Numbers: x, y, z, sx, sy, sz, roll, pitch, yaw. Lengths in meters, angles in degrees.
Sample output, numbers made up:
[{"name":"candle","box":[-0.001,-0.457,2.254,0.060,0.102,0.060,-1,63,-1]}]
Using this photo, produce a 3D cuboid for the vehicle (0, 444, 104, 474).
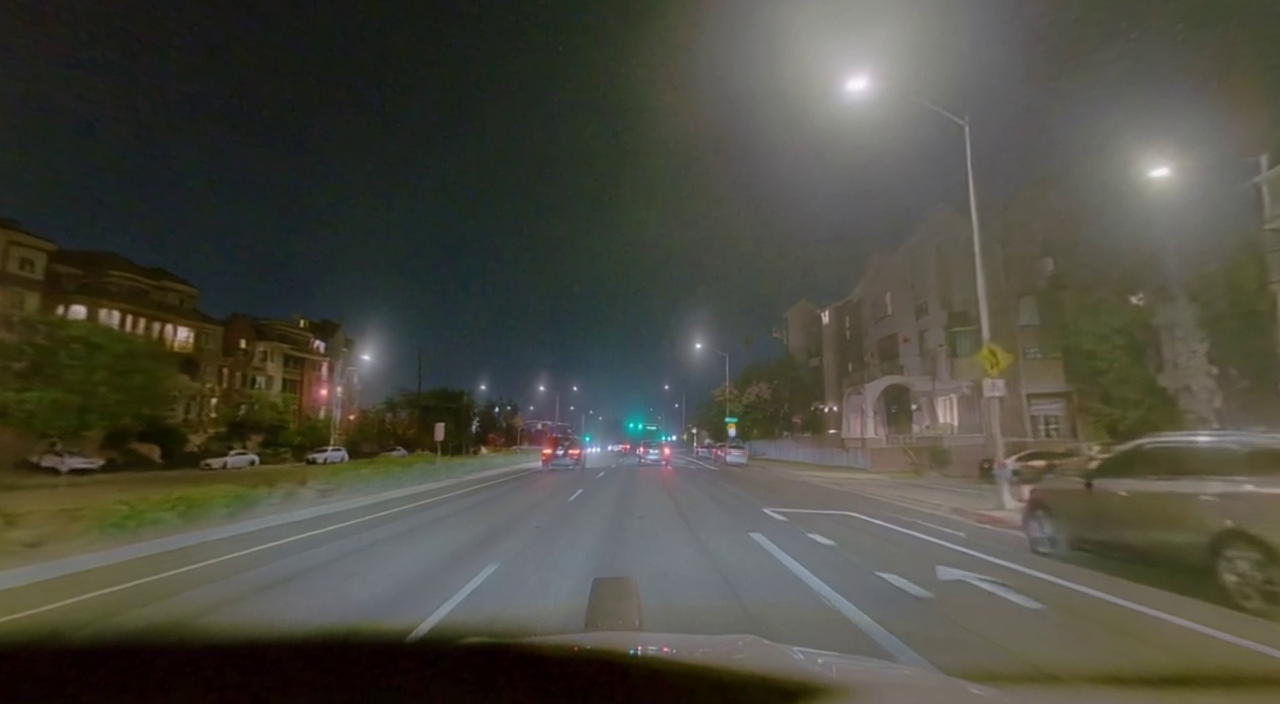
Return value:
[{"name":"vehicle","box":[-30.956,5.580,33.099,4.068,1.522,1.726,0,-9,-1]}]

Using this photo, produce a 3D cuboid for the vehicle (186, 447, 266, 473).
[{"name":"vehicle","box":[-25.467,6.641,39.089,1.839,1.463,4.705,0,-8,-1]}]

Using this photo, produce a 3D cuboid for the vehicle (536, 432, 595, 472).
[{"name":"vehicle","box":[-3.449,4.740,30.070,2.233,1.775,4.491,0,-8,0]}]

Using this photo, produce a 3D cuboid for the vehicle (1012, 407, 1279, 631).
[{"name":"vehicle","box":[5.965,1.431,5.834,2.032,1.713,4.932,0,-9,0]}]

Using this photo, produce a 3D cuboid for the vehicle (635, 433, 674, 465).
[{"name":"vehicle","box":[0.838,6.073,39.737,2.273,1.851,5.075,0,-8,-1]}]

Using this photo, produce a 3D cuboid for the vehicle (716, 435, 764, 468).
[{"name":"vehicle","box":[5.988,6.037,38.408,2.154,1.824,4.782,0,-8,0]}]
